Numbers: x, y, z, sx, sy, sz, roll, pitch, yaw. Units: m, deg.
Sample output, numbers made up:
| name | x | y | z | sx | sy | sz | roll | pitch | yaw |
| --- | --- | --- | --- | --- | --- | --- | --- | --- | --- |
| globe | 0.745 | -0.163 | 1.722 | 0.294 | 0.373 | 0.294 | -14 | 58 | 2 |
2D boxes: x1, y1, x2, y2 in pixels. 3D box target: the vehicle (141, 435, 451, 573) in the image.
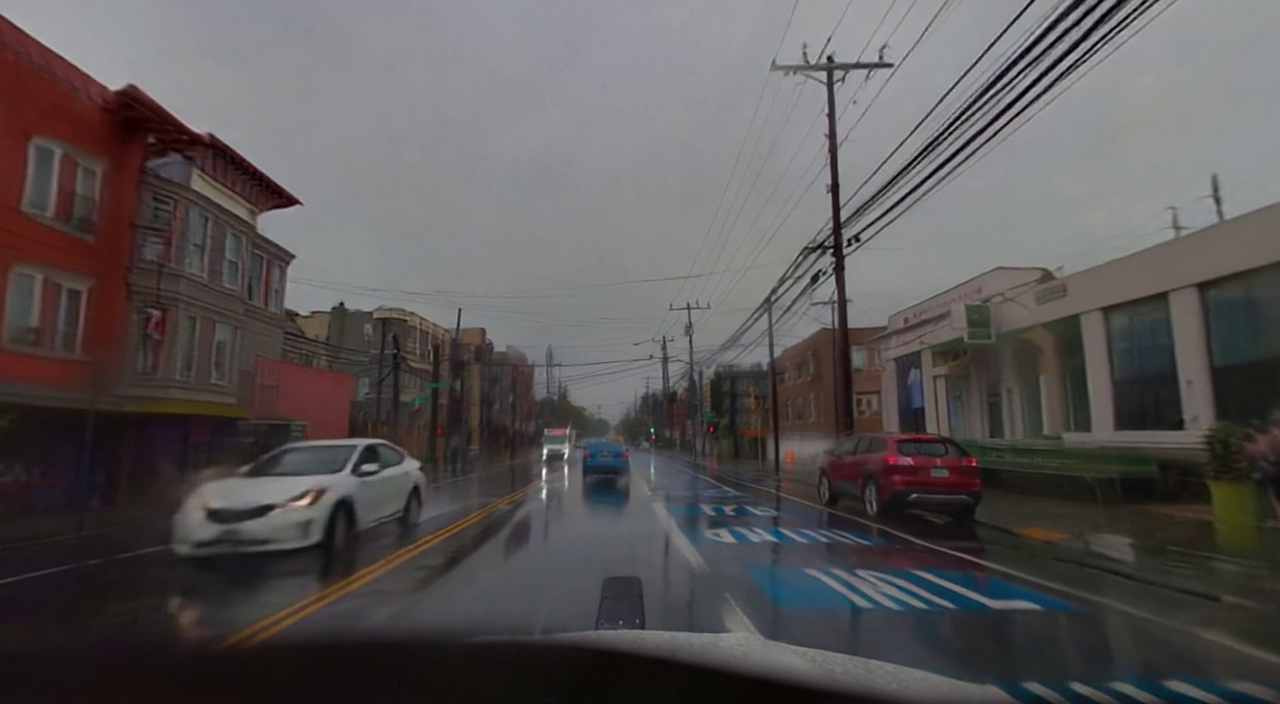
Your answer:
| name | x | y | z | sx | sy | sz | roll | pitch | yaw |
| --- | --- | --- | --- | --- | --- | --- | --- | --- | --- |
| vehicle | -4.451 | 2.002 | 9.201 | 2.181 | 1.500 | 4.319 | 0 | -8 | -2 |

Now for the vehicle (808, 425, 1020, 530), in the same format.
| name | x | y | z | sx | sy | sz | roll | pitch | yaw |
| --- | --- | --- | --- | --- | --- | --- | --- | --- | --- |
| vehicle | 5.806 | 2.731 | 14.523 | 2.197 | 1.917 | 5.637 | 0 | -9 | -2 |

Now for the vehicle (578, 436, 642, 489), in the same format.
| name | x | y | z | sx | sy | sz | roll | pitch | yaw |
| --- | --- | --- | --- | --- | --- | --- | --- | --- | --- |
| vehicle | -0.962 | 3.710 | 21.534 | 1.980 | 1.635 | 3.795 | 0 | -8 | -1 |
